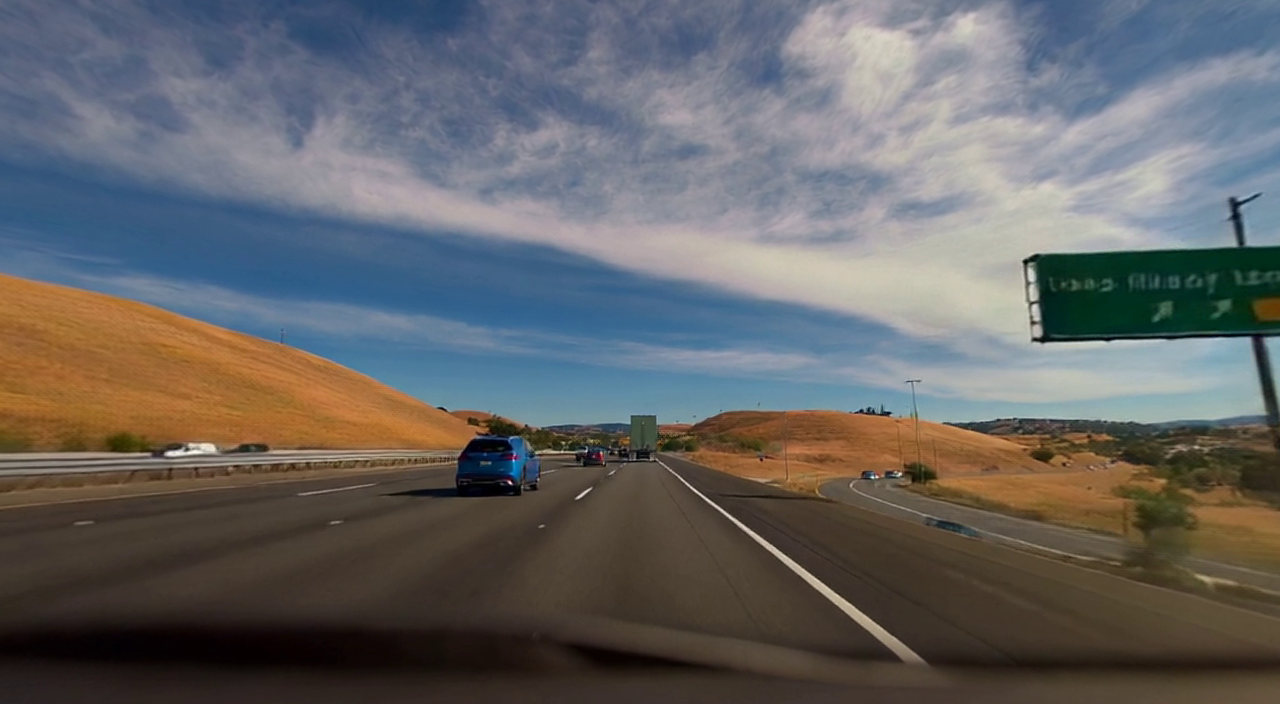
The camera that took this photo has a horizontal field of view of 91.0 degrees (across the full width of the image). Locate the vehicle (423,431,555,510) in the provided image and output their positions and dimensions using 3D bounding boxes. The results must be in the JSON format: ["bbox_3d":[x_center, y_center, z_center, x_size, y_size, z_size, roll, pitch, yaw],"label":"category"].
[{"bbox_3d":[-3.685,2.997,16.420,2.194,1.725,4.698,0,-9,1],"label":"vehicle"}]

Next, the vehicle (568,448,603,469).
[{"bbox_3d":[-3.993,7.846,46.663,2.101,1.476,4.471,1,-9,1],"label":"vehicle"}]
